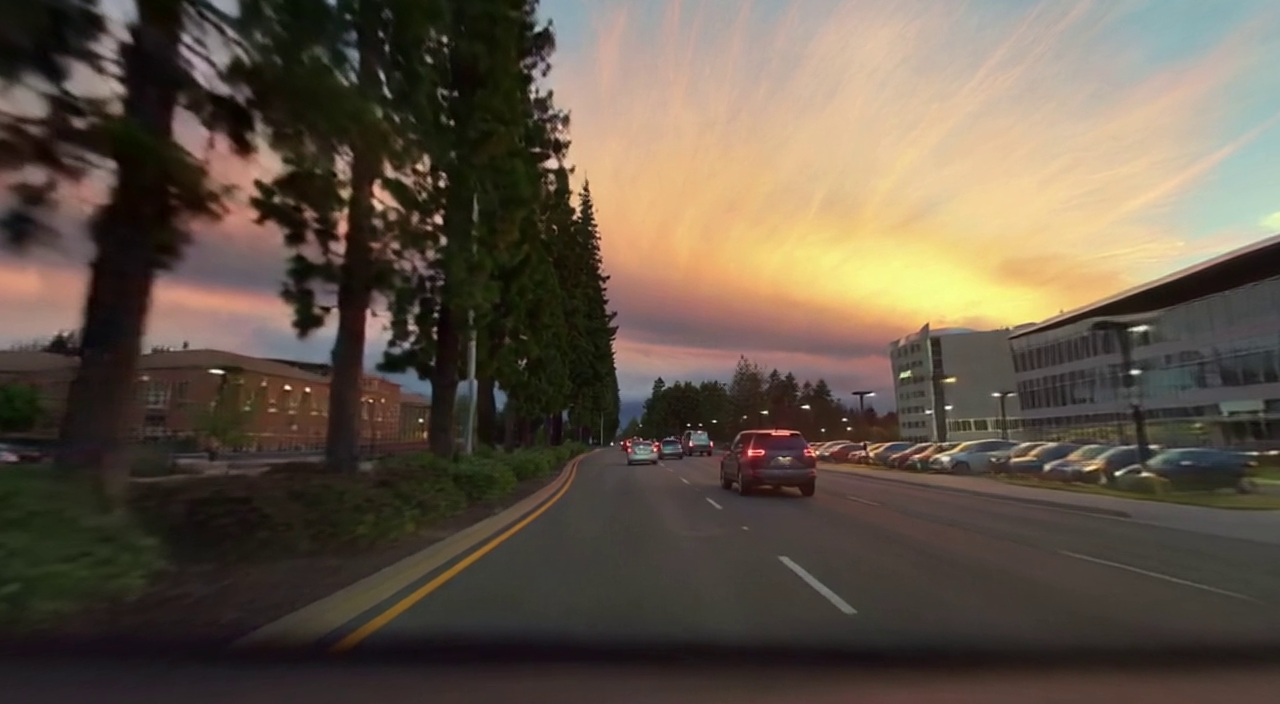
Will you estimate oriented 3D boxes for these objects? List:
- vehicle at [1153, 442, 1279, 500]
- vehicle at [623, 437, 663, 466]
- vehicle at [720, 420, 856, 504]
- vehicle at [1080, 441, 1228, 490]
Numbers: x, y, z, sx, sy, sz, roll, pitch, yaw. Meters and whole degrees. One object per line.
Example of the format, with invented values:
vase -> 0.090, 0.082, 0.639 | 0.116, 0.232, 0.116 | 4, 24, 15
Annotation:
vehicle -> 17.539, 3.413, 18.459 | 3.958, 1.524, 2.061 | 3, -9, -20
vehicle -> 0.147, 5.694, 36.280 | 2.145, 1.572, 4.021 | 0, -9, -1
vehicle -> 3.534, 2.775, 16.263 | 2.235, 1.806, 4.818 | 0, -9, -1
vehicle -> 17.349, 3.770, 21.316 | 4.578, 1.477, 2.067 | 4, -10, -27
